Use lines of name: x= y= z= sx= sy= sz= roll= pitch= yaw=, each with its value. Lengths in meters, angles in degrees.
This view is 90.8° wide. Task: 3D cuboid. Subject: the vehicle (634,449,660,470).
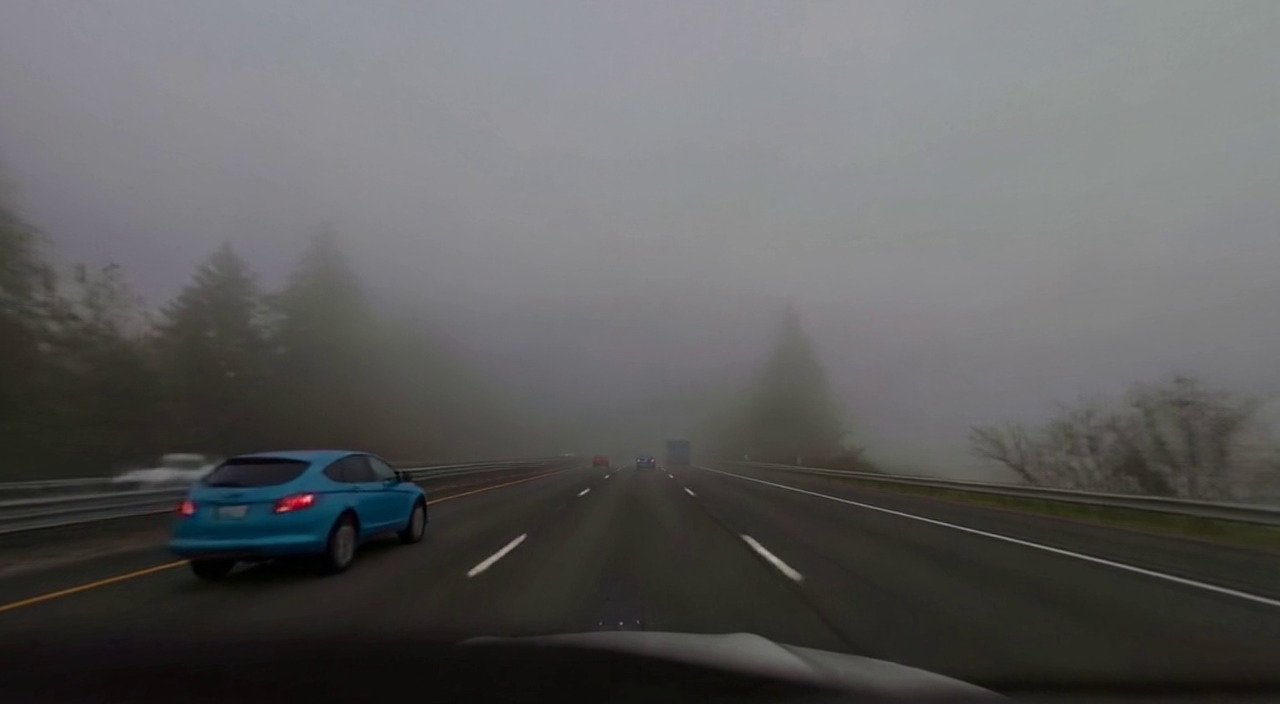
vehicle: x=0.559 y=8.496 z=49.888 sx=2.006 sy=1.586 sz=3.915 roll=0 pitch=-9 yaw=1

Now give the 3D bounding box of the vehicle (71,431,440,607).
vehicle: x=-4.022 y=1.778 z=7.567 sx=1.927 sy=1.530 sz=3.874 roll=0 pitch=-9 yaw=1
